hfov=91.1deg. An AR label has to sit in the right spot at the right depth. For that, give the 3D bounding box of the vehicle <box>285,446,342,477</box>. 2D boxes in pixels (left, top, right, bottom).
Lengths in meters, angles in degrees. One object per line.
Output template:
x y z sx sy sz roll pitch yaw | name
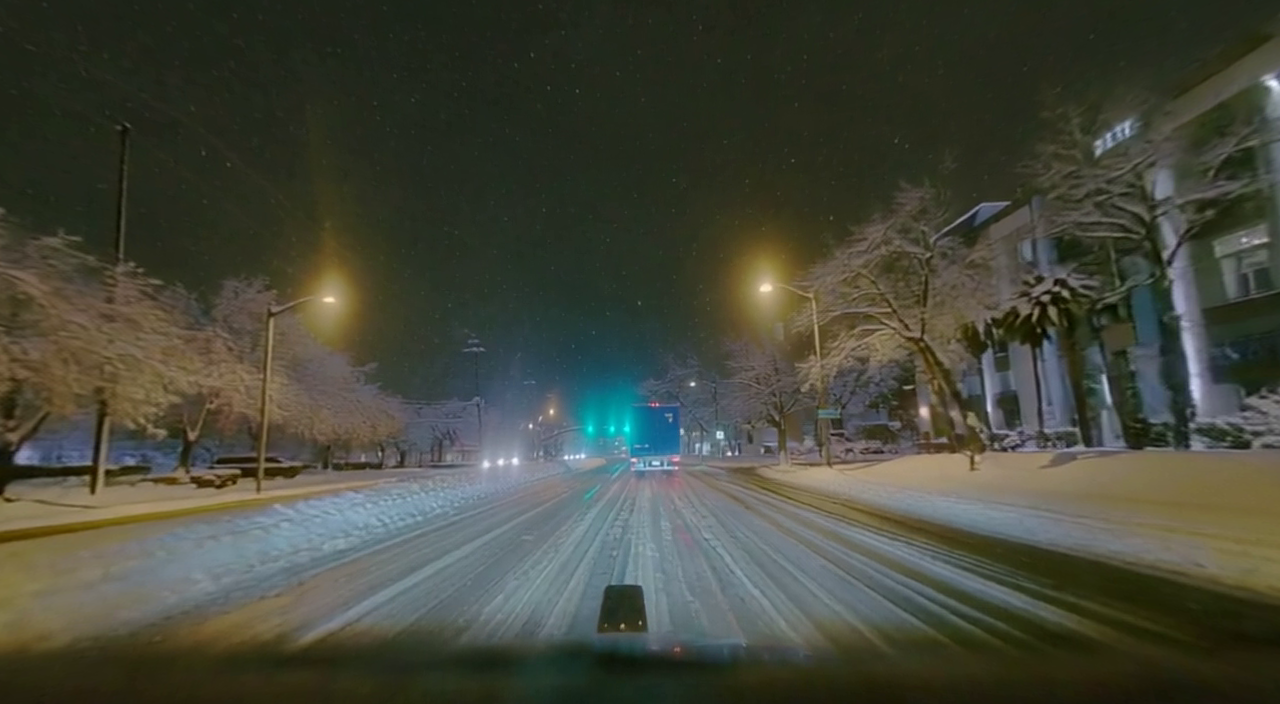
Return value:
-24.337 8.148 46.977 1.677 2.145 4.698 0 -9 0 | vehicle

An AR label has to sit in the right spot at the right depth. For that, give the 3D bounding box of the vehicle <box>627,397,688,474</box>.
0.774 5.194 38.227 2.992 3.949 11.815 0 -9 -2 | vehicle

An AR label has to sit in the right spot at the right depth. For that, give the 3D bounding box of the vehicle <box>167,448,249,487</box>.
-24.895 6.606 36.309 1.715 2.103 3.719 -1 -9 7 | vehicle
